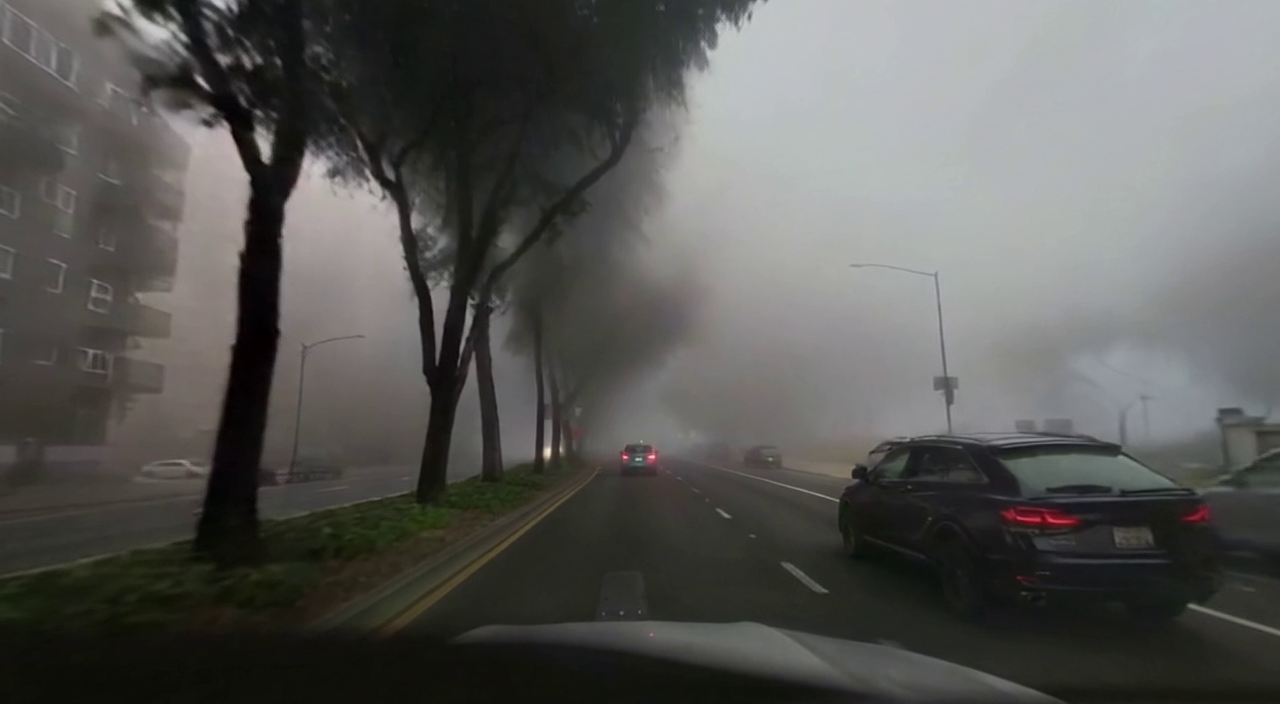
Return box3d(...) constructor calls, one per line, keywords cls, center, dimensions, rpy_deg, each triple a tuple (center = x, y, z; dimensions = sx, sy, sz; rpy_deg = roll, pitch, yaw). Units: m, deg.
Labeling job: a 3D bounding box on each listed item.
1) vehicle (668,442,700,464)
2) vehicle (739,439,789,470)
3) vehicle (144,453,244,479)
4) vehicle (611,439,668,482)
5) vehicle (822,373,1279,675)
box3d(cls="vehicle", center=(3.161, 7.357, 46.210), dimensions=(1.910, 1.474, 4.003), rpy_deg=(0, -9, -2))
box3d(cls="vehicle", center=(7.435, 6.212, 38.389), dimensions=(2.115, 1.739, 4.528), rpy_deg=(0, -9, 0))
box3d(cls="vehicle", center=(-27.824, 7.100, 39.497), dimensions=(4.732, 1.497, 2.077), rpy_deg=(-1, -9, 2))
box3d(cls="vehicle", center=(-0.042, 4.136, 24.346), dimensions=(2.006, 1.487, 3.535), rpy_deg=(0, -9, -1))
box3d(cls="vehicle", center=(3.279, 1.285, 5.733), dimensions=(1.949, 1.723, 4.020), rpy_deg=(0, -9, -1))
